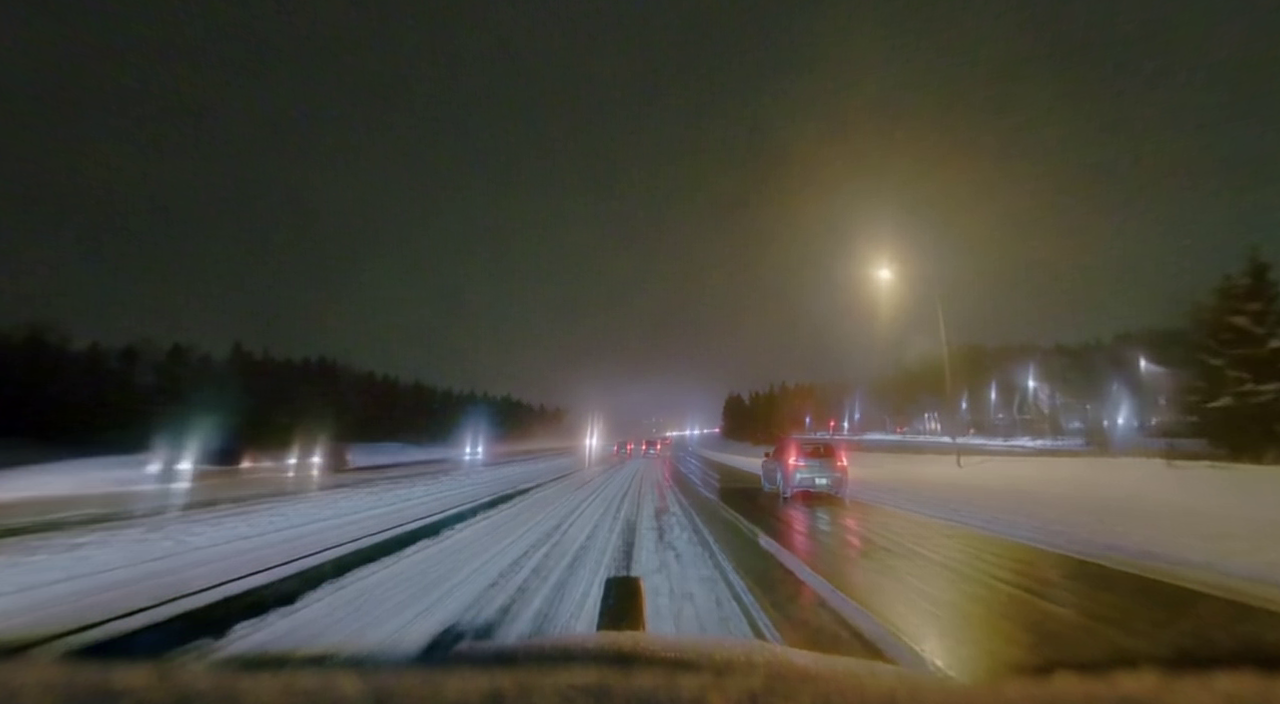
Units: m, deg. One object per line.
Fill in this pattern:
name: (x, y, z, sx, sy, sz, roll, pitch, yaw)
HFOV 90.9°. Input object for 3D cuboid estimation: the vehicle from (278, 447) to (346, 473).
vehicle: (-20.330, 6.690, 39.316, 1.805, 1.444, 4.489, -1, -8, 1)

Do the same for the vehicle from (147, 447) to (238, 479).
vehicle: (-24.713, 6.116, 35.023, 1.898, 1.575, 4.253, -1, -8, 1)
